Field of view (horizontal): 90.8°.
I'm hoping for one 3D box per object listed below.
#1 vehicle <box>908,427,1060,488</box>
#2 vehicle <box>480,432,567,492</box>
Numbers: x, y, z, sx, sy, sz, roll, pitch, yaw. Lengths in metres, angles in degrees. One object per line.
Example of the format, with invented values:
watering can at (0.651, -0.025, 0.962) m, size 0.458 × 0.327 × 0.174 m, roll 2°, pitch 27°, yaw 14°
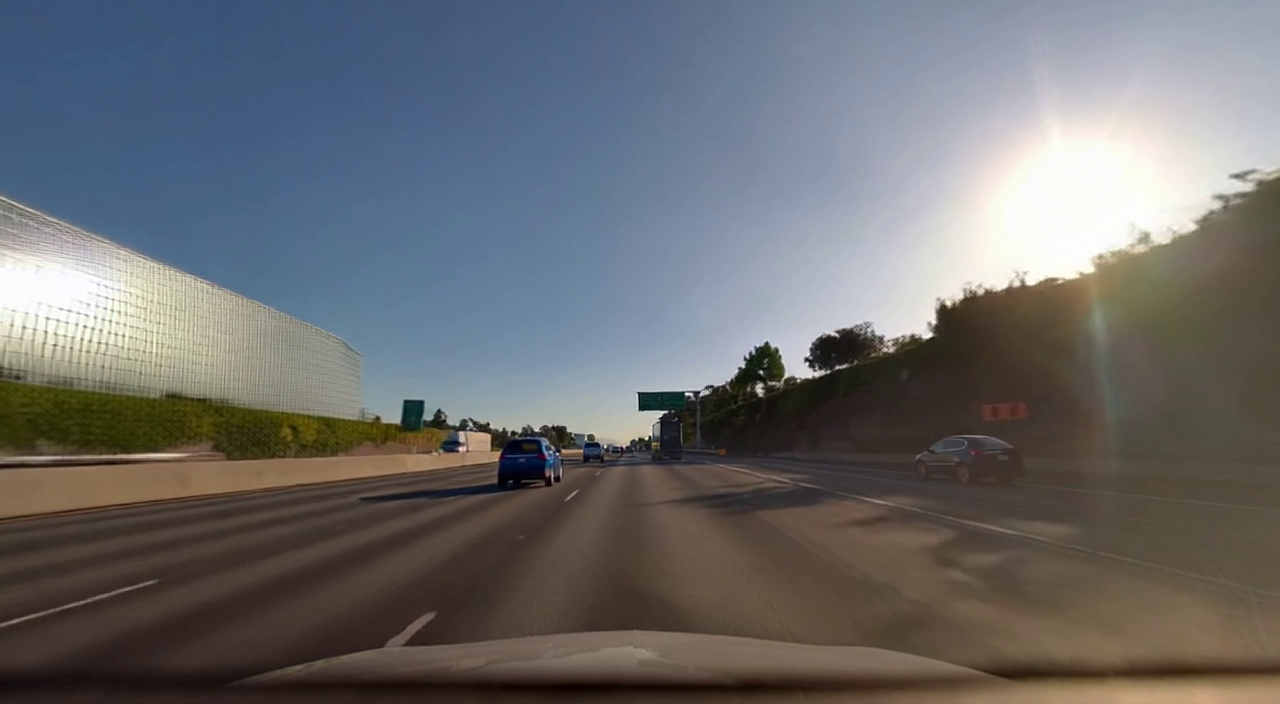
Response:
vehicle at (11.182, 3.491, 21.114) m, size 2.089 × 1.787 × 5.080 m, roll 0°, pitch -9°, yaw -1°
vehicle at (-3.623, 3.514, 20.483) m, size 2.039 × 1.710 × 4.237 m, roll 0°, pitch -9°, yaw -1°
